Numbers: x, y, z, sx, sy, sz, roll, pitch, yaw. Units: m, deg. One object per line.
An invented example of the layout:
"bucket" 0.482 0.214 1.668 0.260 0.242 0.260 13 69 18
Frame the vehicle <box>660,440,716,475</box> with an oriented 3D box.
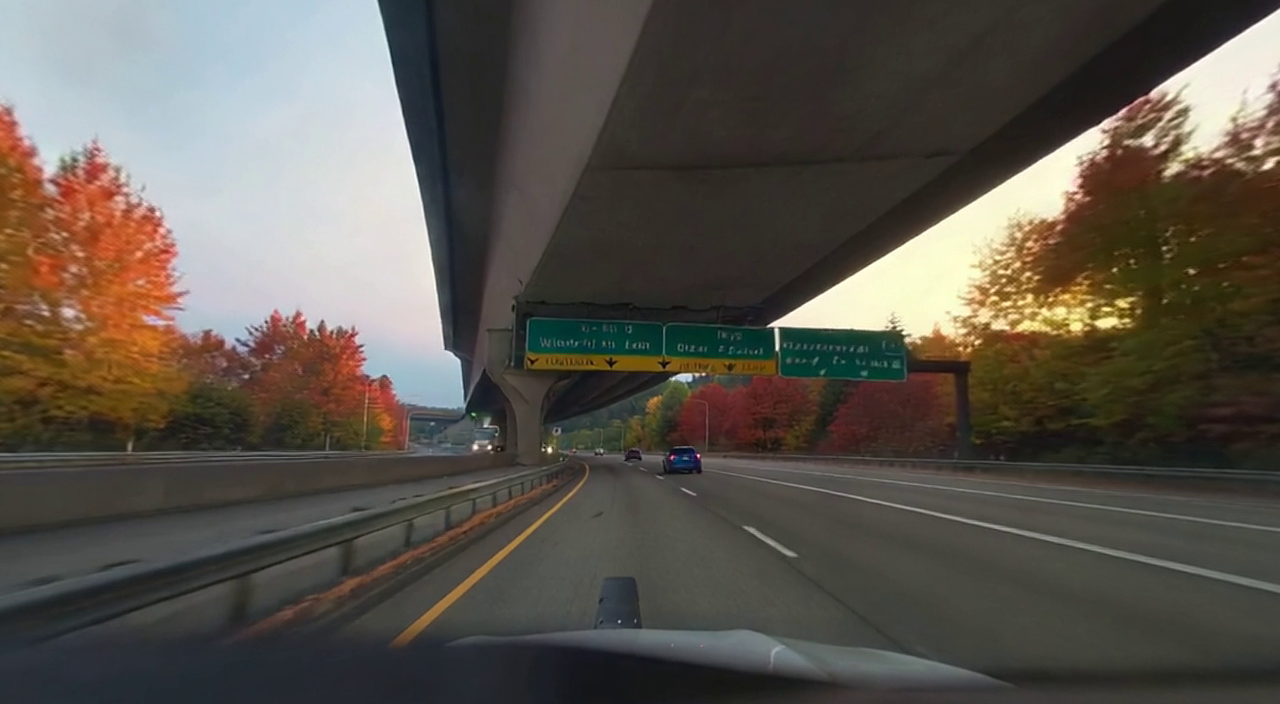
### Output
"vehicle" 2.318 5.262 31.409 2.337 1.633 4.222 0 -9 -2
